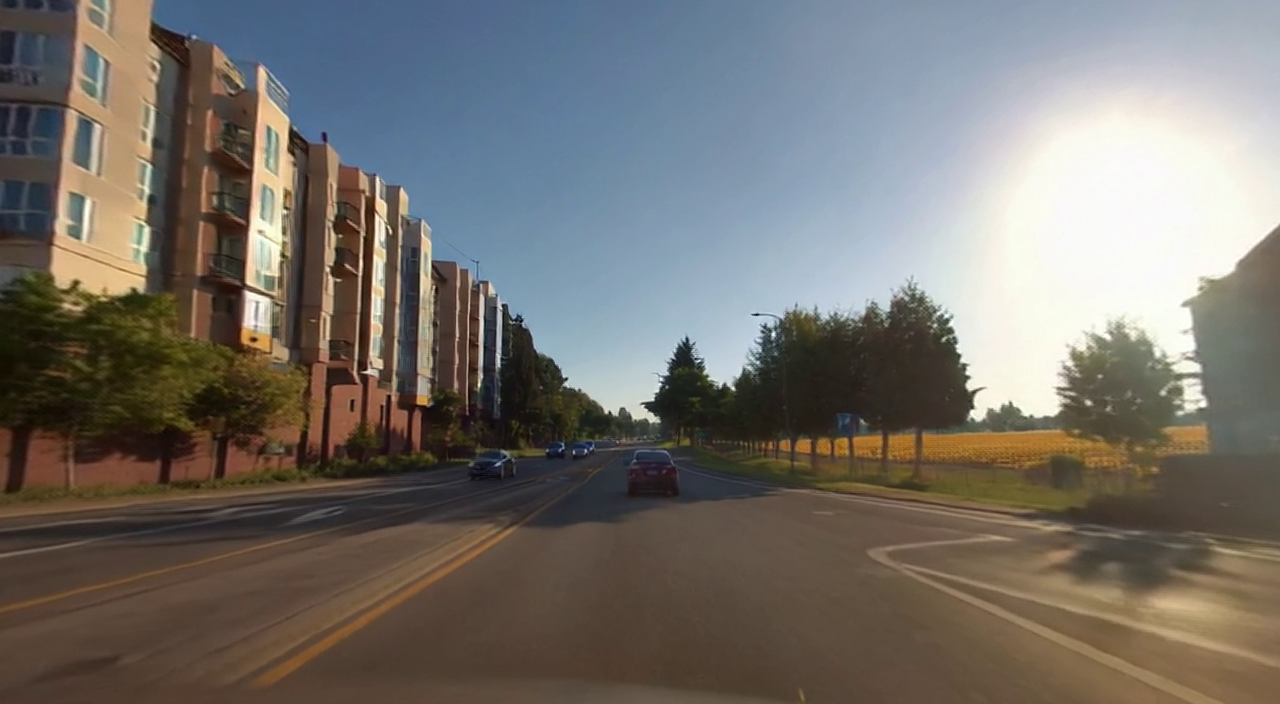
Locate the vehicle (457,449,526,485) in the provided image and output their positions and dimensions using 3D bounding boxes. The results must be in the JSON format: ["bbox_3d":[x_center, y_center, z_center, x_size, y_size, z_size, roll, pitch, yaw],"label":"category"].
[{"bbox_3d":[-6.814,5.301,29.206,2.018,1.498,4.168,-1,-8,3],"label":"vehicle"}]

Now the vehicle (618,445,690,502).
[{"bbox_3d":[0.334,3.654,19.304,2.014,1.525,3.670,0,-8,-2],"label":"vehicle"}]
